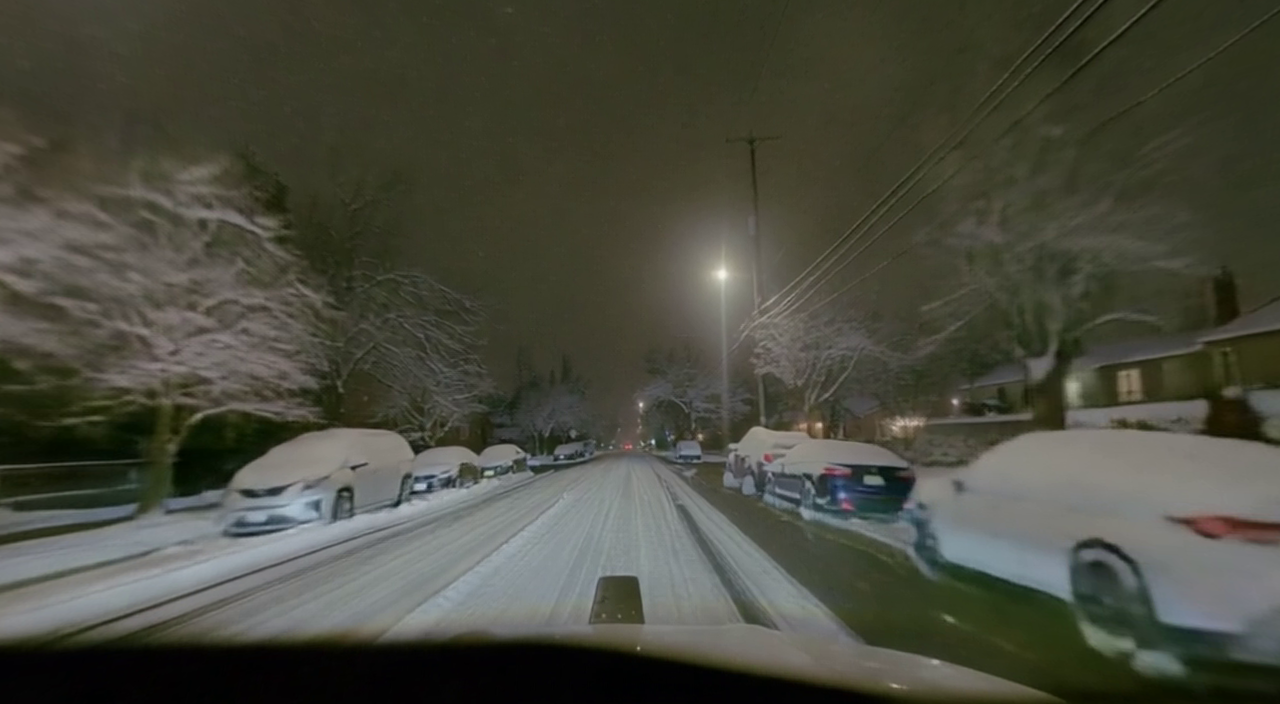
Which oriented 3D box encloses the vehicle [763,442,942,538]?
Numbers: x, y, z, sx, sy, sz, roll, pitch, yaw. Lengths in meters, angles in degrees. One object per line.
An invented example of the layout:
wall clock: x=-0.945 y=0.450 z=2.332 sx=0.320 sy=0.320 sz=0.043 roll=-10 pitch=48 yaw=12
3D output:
vehicle: x=3.691 y=2.449 z=11.961 sx=1.789 sy=1.435 sz=4.499 roll=0 pitch=-8 yaw=0

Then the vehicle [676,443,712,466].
vehicle: x=3.948 y=7.611 z=46.993 sx=2.144 sy=1.572 sz=5.026 roll=0 pitch=-8 yaw=0

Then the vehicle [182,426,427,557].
vehicle: x=-5.925 y=2.424 z=12.073 sx=2.115 sy=1.820 sz=5.002 roll=-3 pitch=-7 yaw=-2

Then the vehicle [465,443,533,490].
vehicle: x=-6.028 y=4.891 z=27.548 sx=1.769 sy=1.572 sz=4.990 roll=-4 pitch=-6 yaw=0

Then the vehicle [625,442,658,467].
vehicle: x=0.053 y=6.784 z=41.998 sx=2.062 sy=1.509 sz=4.305 roll=0 pitch=-9 yaw=-1

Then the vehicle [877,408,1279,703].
vehicle: x=3.792 y=1.292 z=4.820 sx=2.039 sy=1.480 sz=4.831 roll=-1 pitch=-9 yaw=-1
